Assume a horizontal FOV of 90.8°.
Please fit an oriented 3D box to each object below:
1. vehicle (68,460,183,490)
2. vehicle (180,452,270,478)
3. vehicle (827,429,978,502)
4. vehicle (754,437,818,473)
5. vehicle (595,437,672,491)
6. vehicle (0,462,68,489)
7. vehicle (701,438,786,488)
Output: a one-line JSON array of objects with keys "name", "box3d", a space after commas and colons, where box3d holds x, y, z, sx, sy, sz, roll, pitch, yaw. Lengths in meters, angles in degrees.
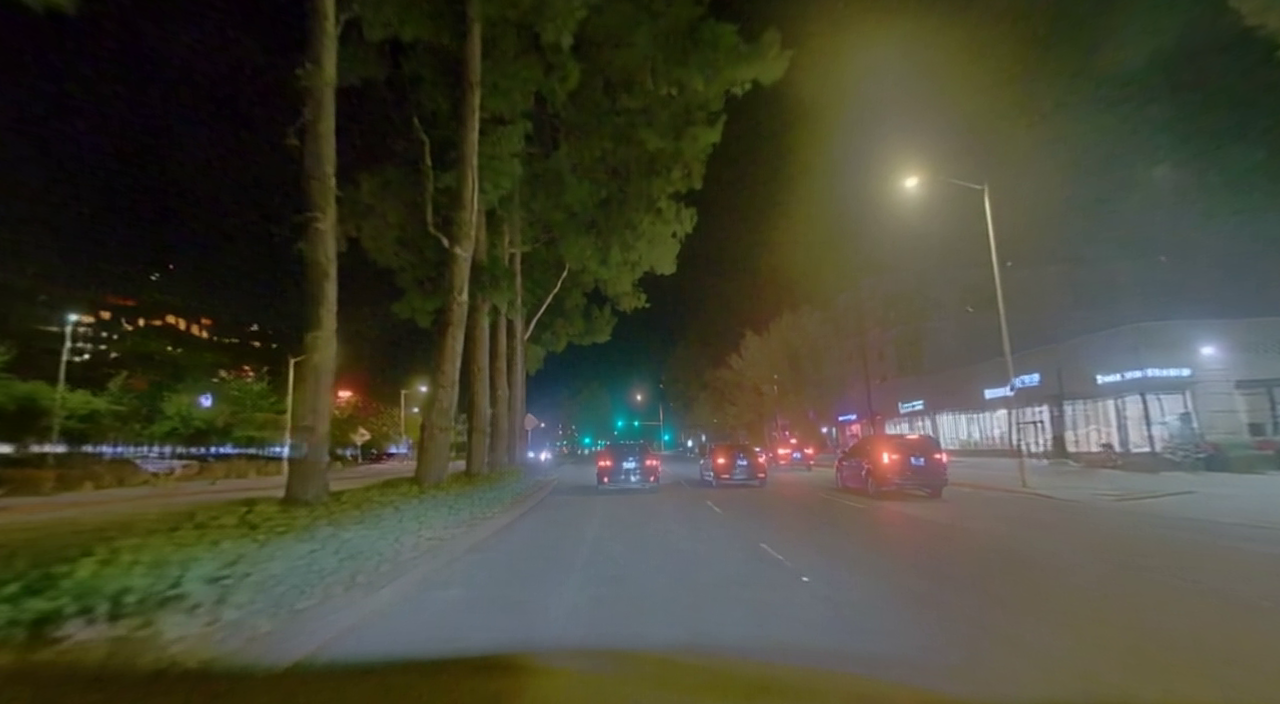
[{"name": "vehicle", "box3d": [-28.176, 6.714, 34.681, 4.693, 1.499, 1.838, 0, -8, 0]}, {"name": "vehicle", "box3d": [-28.042, 7.634, 42.799, 4.640, 1.640, 2.026, -1, -8, 1]}, {"name": "vehicle", "box3d": [7.006, 3.071, 17.569, 2.052, 1.708, 4.842, 0, -8, -1]}, {"name": "vehicle", "box3d": [7.226, 5.159, 31.772, 2.025, 1.666, 4.448, 0, -8, -2]}, {"name": "vehicle", "box3d": [-0.273, 3.377, 19.460, 2.101, 1.444, 4.248, 0, -8, -2]}, {"name": "vehicle", "box3d": [-41.076, 8.145, 41.897, 1.864, 1.585, 4.629, 0, -8, -1]}, {"name": "vehicle", "box3d": [3.326, 3.667, 21.182, 1.993, 1.477, 4.240, 0, -8, -2]}]
